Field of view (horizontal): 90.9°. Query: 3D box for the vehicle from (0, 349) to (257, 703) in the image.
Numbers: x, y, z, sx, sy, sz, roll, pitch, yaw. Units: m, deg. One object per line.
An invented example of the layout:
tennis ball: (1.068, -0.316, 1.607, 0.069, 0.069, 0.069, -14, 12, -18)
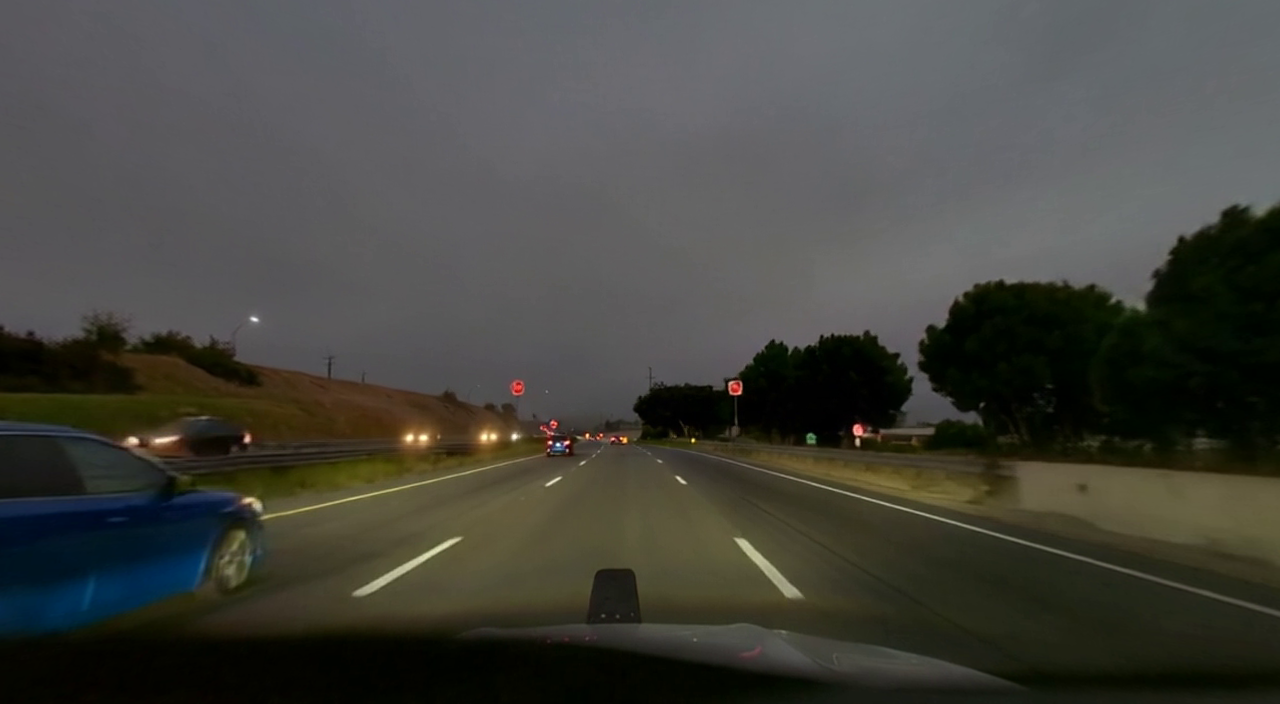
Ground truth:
vehicle: (-3.892, 0.724, 2.286, 2.047, 1.612, 4.631, 0, -8, 0)

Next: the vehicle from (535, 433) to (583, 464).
vehicle: (-3.899, 4.696, 30.934, 1.874, 1.369, 3.875, 0, -8, -1)
